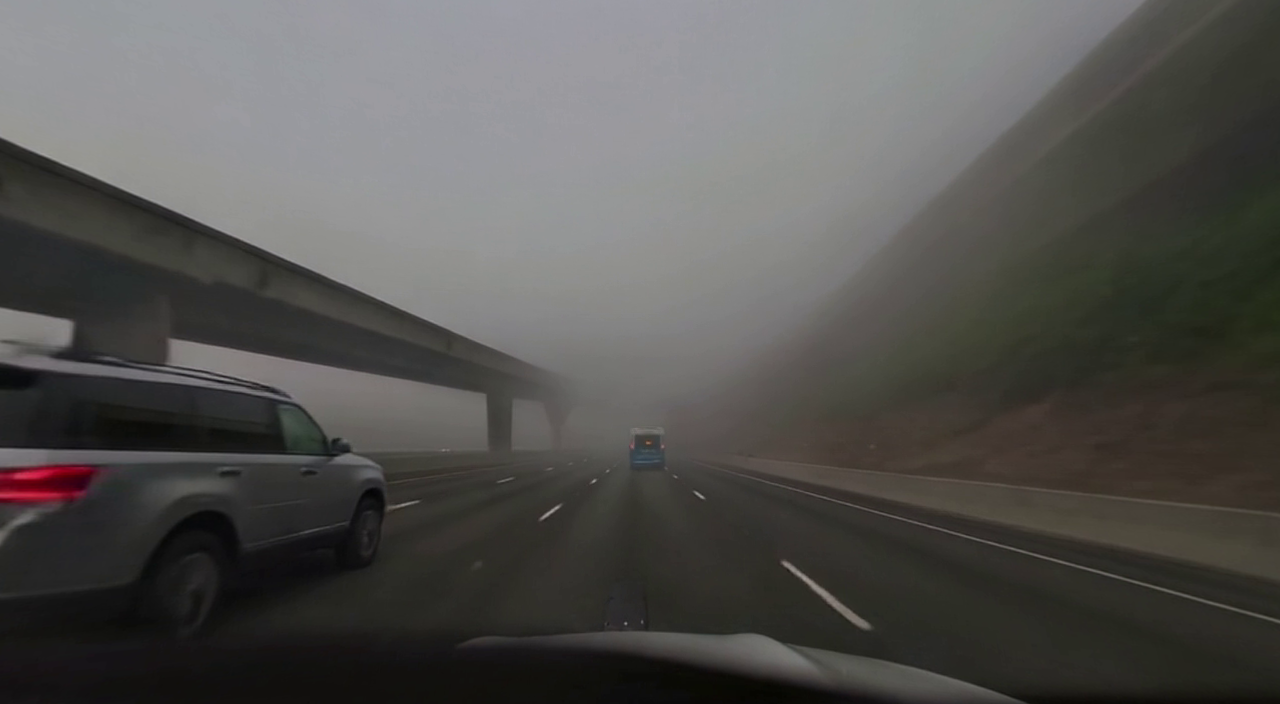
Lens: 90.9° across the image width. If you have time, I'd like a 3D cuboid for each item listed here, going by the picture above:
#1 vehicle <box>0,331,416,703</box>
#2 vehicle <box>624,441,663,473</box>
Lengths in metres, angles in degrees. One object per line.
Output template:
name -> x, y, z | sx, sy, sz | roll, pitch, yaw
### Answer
vehicle -> -4.005, 1.200, 5.687 | 2.147, 1.918, 4.834 | 0, -9, 0
vehicle -> 0.184, 5.926, 35.812 | 2.052, 1.711, 4.223 | 0, -9, 0
